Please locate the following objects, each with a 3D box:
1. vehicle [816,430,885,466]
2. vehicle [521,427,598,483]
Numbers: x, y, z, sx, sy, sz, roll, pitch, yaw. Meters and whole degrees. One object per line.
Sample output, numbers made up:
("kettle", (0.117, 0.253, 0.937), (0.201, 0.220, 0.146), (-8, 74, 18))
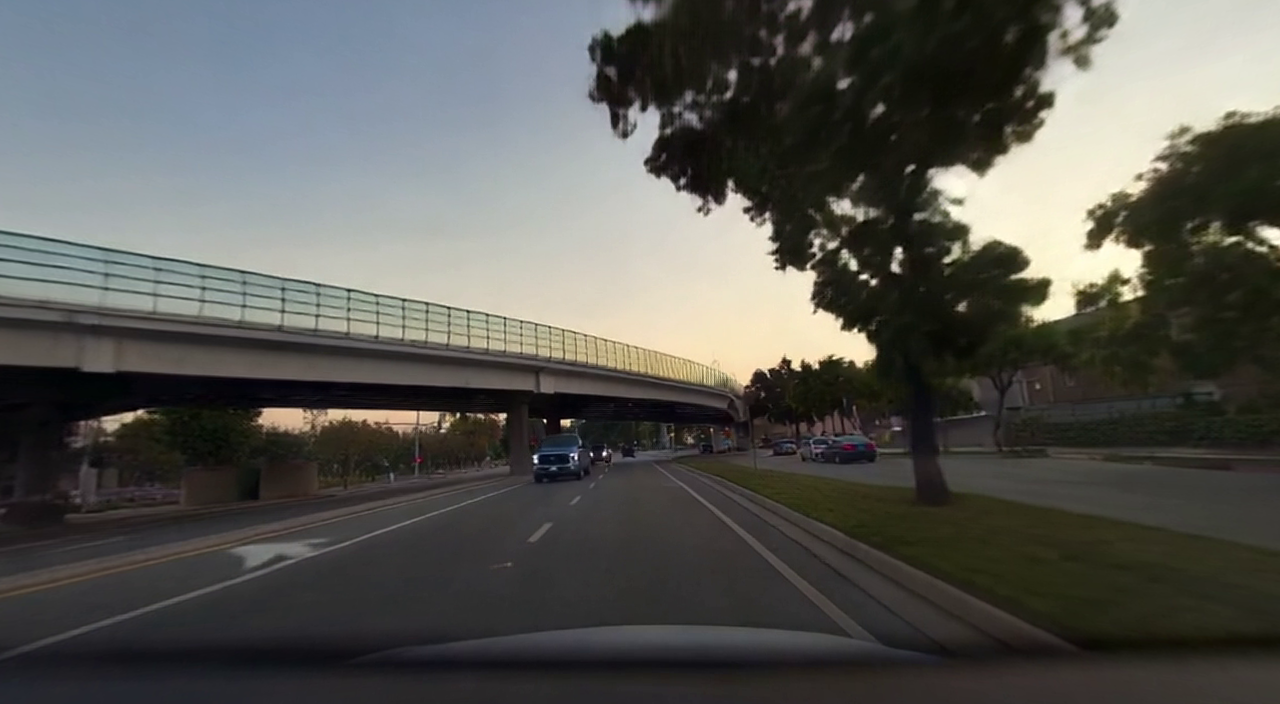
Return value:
("vehicle", (11.307, 5.192, 34.072), (2.051, 1.534, 4.466), (-8, -8, -1))
("vehicle", (-3.918, 5.203, 32.015), (2.967, 2.369, 6.635), (-3, -8, 0))
